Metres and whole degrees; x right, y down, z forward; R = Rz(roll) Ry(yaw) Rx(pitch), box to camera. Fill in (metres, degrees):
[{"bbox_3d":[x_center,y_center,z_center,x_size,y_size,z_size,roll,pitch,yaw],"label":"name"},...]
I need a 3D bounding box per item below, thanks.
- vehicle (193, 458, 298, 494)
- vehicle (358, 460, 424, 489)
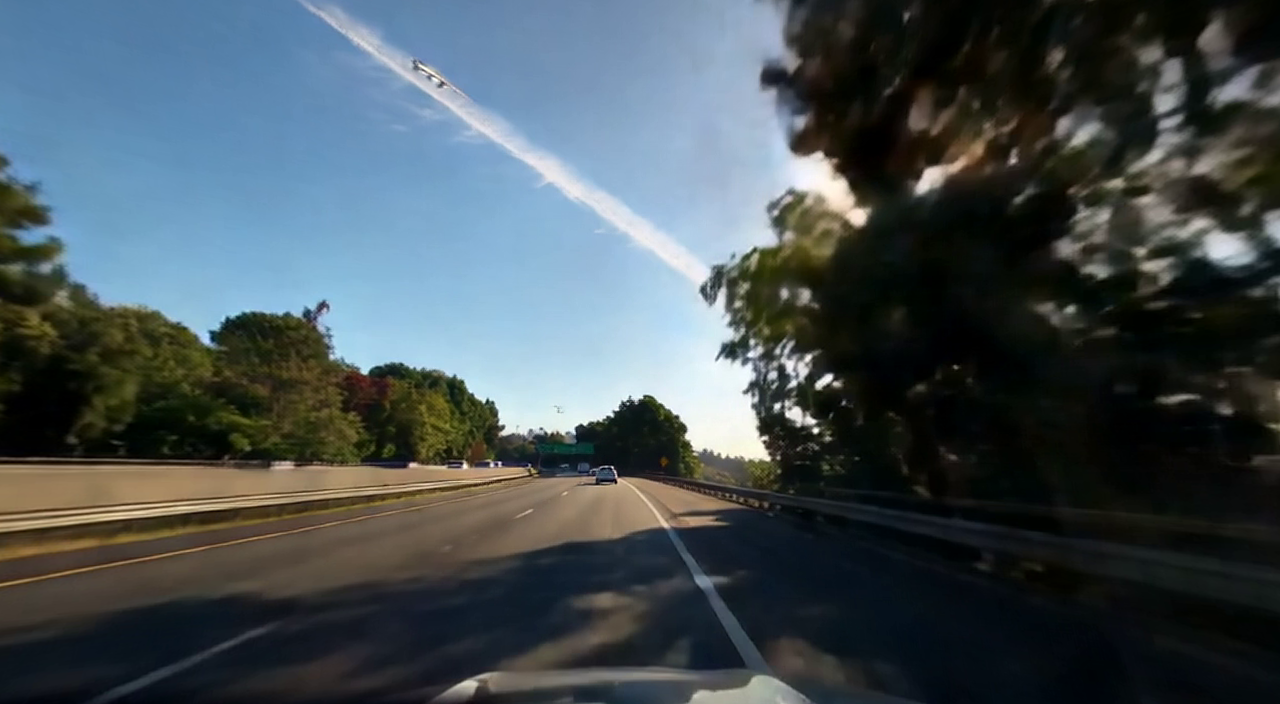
[{"bbox_3d":[-17.546,5.559,28.331,1.837,1.433,4.435,1,-11,0],"label":"vehicle"},{"bbox_3d":[-14.123,6.969,36.043,1.976,1.500,4.617,1,-11,-1],"label":"vehicle"}]
